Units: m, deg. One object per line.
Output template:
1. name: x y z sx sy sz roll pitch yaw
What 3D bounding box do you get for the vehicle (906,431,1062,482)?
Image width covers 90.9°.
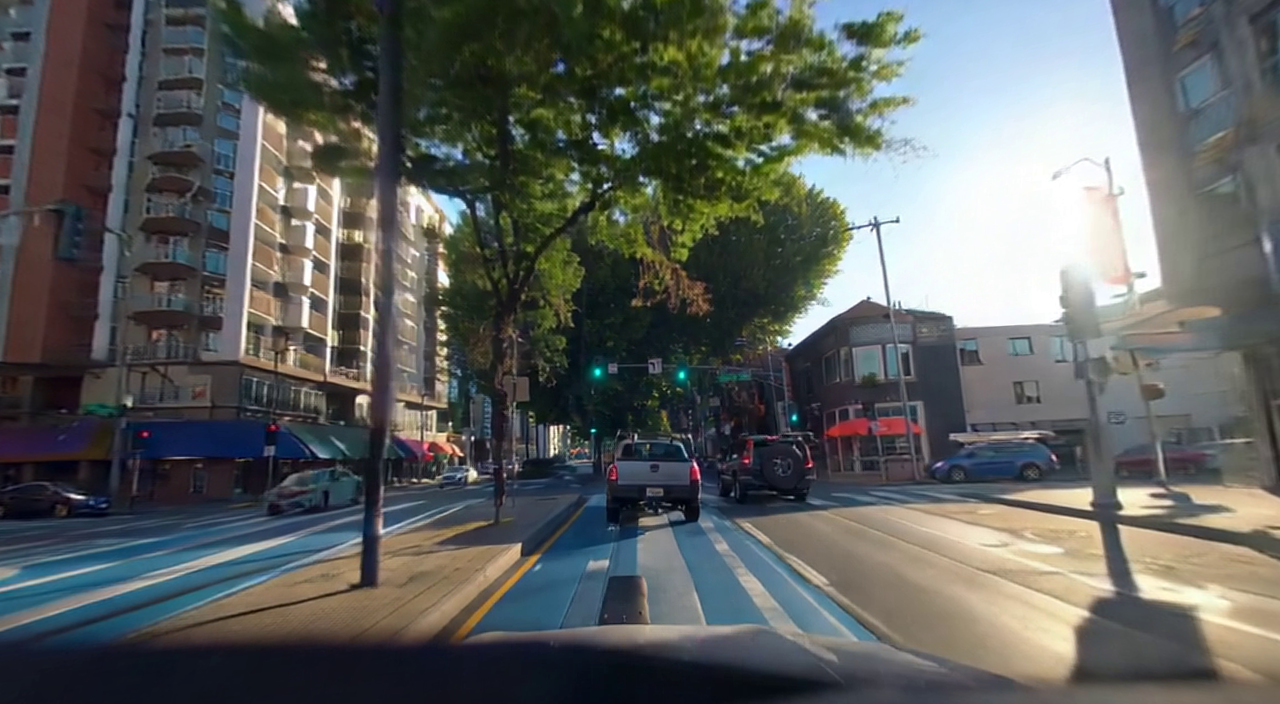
1. vehicle: 14.183 4.362 26.324 5.156 2.005 2.122 -1 -9 6

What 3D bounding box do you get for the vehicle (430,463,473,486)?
1. vehicle: -13.999 9.152 47.169 1.856 1.521 4.309 0 -9 0

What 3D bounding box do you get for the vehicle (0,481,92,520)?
1. vehicle: -27.716 6.796 28.921 3.416 1.466 1.840 1 -7 0

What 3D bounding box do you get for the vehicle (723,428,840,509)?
1. vehicle: 3.362 2.864 15.868 1.939 1.746 4.091 0 -9 -1

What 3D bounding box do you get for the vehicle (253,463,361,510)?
1. vehicle: -13.582 5.471 26.059 2.035 1.619 4.327 0 -9 1

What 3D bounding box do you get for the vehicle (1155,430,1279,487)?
1. vehicle: 18.837 3.250 19.371 4.248 1.642 1.961 0 -9 0

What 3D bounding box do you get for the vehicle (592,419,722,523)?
1. vehicle: 0.283 2.344 12.869 2.209 1.748 4.130 0 -9 0
